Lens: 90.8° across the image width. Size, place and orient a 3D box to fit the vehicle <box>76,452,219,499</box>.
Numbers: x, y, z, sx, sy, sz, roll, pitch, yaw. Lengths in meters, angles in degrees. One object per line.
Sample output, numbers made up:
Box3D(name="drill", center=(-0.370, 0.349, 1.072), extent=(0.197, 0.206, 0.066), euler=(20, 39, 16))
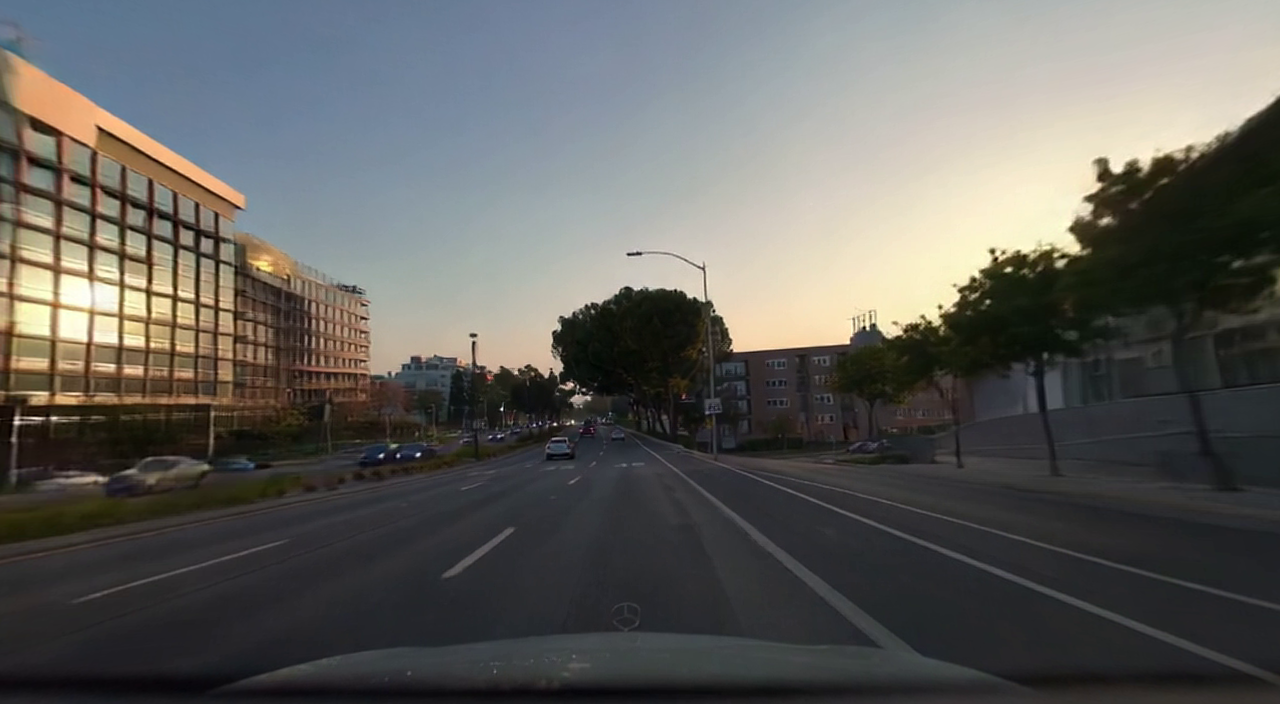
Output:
Box3D(name="vehicle", center=(-20.158, 5.044, 26.182), extent=(2.077, 1.655, 4.570), euler=(-1, -8, 3))

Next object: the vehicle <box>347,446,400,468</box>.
Box3D(name="vehicle", center=(-19.397, 7.660, 46.184), extent=(1.976, 1.415, 4.341), euler=(-1, -8, 1))

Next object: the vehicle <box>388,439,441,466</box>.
Box3D(name="vehicle", center=(-15.796, 7.063, 44.536), extent=(1.990, 1.739, 4.544), euler=(-1, -8, 2))

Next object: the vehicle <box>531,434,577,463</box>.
Box3D(name="vehicle", center=(-4.752, 5.376, 35.343), extent=(2.025, 1.474, 4.292), euler=(-1, -8, -1))
